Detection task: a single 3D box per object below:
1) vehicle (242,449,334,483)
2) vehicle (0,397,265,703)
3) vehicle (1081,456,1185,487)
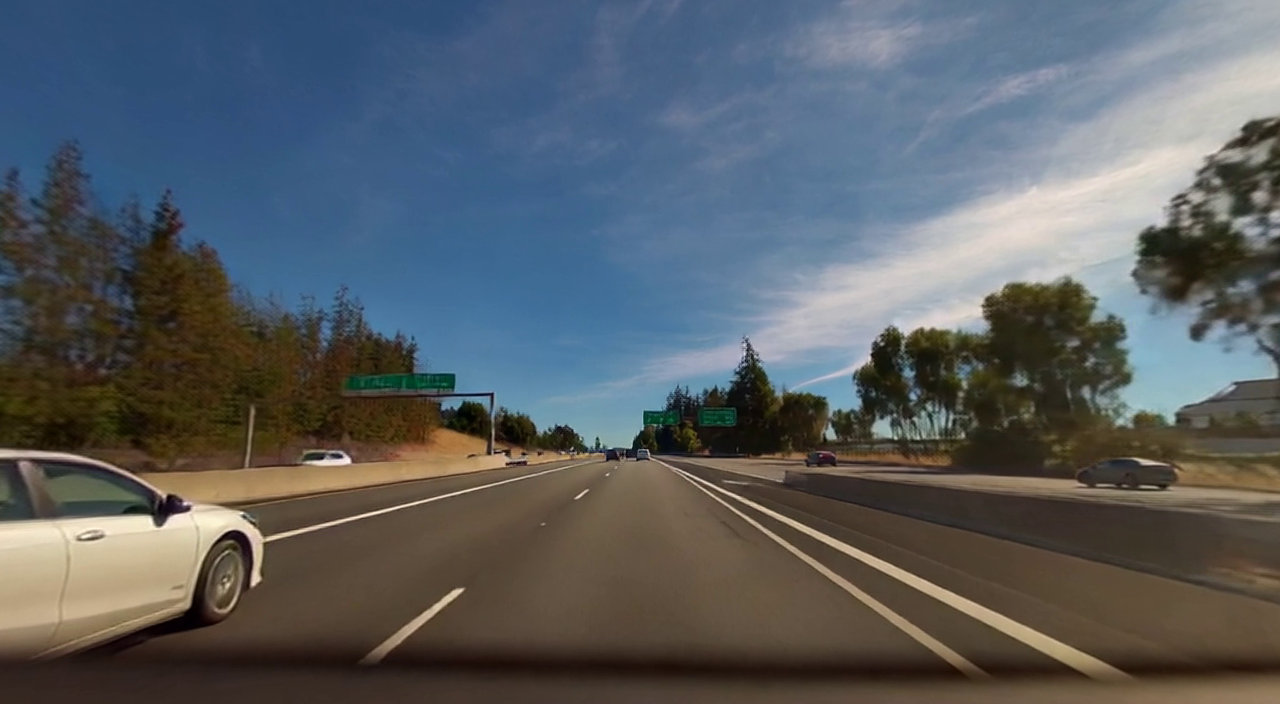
[{"bbox_3d":[-15.768,5.122,28.525,1.874,1.400,3.879,0,-9,0],"label":"vehicle"},{"bbox_3d":[-4.002,0.998,2.851,1.988,1.585,4.215,0,-9,0],"label":"vehicle"},{"bbox_3d":[30.812,7.451,39.534,1.973,1.766,4.726,8,-12,-41],"label":"vehicle"}]
